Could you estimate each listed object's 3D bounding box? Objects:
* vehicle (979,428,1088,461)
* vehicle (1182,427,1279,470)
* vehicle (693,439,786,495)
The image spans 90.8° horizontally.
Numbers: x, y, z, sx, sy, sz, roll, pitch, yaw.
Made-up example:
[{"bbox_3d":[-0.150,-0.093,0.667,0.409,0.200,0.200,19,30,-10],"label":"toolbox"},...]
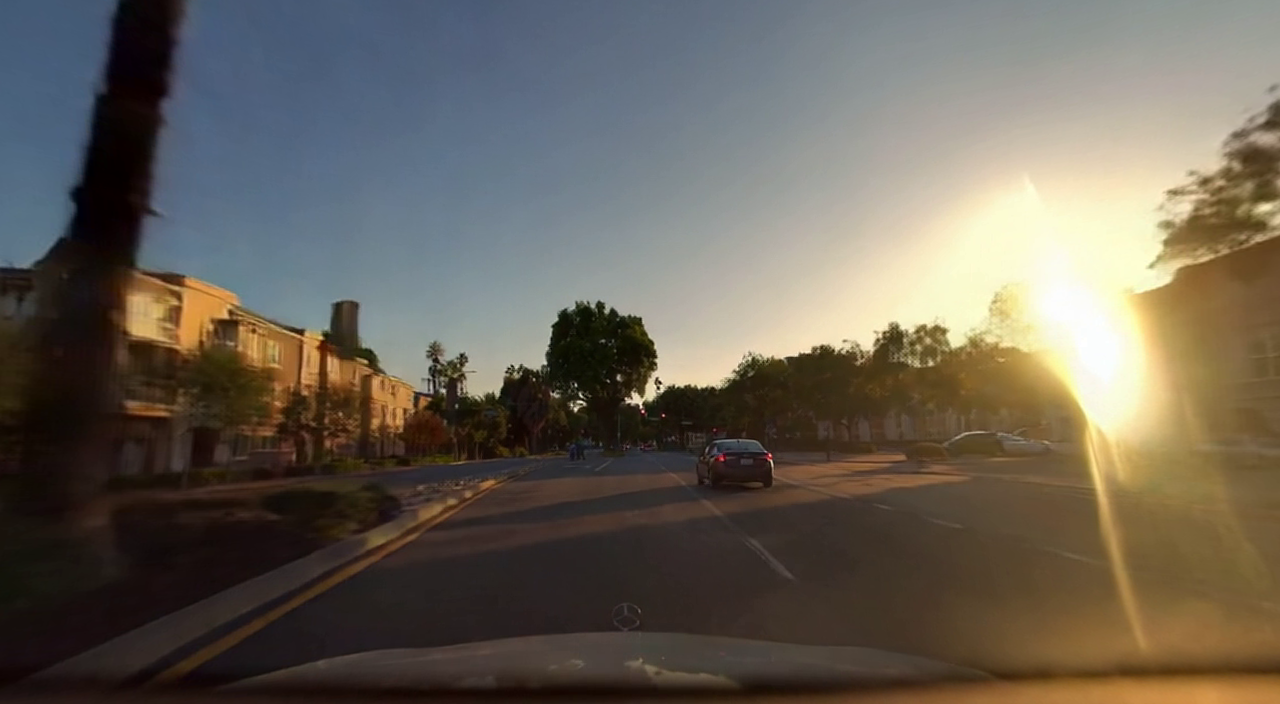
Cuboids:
[{"bbox_3d":[22.290,5.241,35.909,4.781,1.600,1.986,-3,-8,1],"label":"vehicle"},{"bbox_3d":[22.185,3.383,22.235,4.472,1.451,1.842,0,-8,-1],"label":"vehicle"},{"bbox_3d":[2.819,3.359,18.911,1.964,1.448,4.295,0,-8,-2],"label":"vehicle"}]
